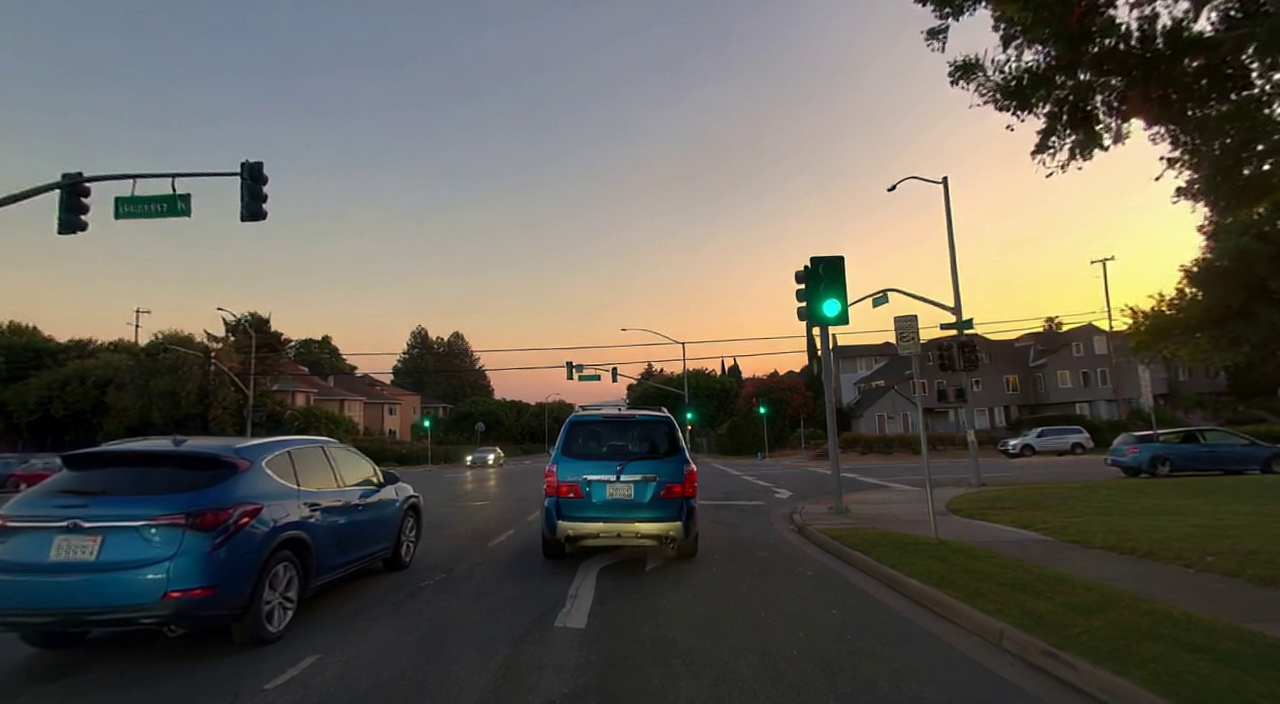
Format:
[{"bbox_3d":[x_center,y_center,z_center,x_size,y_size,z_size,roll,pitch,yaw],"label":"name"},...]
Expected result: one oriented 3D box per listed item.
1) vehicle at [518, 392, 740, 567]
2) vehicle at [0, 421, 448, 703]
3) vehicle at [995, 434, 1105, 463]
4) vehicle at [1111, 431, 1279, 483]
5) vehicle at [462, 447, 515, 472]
[{"bbox_3d":[-0.179,1.718,9.220,2.396,1.881,4.606,0,-8,-2],"label":"vehicle"},{"bbox_3d":[-3.330,1.430,5.549,1.934,1.459,4.368,0,-8,0],"label":"vehicle"},{"bbox_3d":[21.348,5.048,33.105,4.353,1.431,1.876,-2,-9,14],"label":"vehicle"},{"bbox_3d":[17.226,3.099,18.769,4.715,1.439,1.874,-2,-9,14],"label":"vehicle"},{"bbox_3d":[-9.527,6.757,40.076,2.028,1.474,4.637,-1,-8,2],"label":"vehicle"}]
